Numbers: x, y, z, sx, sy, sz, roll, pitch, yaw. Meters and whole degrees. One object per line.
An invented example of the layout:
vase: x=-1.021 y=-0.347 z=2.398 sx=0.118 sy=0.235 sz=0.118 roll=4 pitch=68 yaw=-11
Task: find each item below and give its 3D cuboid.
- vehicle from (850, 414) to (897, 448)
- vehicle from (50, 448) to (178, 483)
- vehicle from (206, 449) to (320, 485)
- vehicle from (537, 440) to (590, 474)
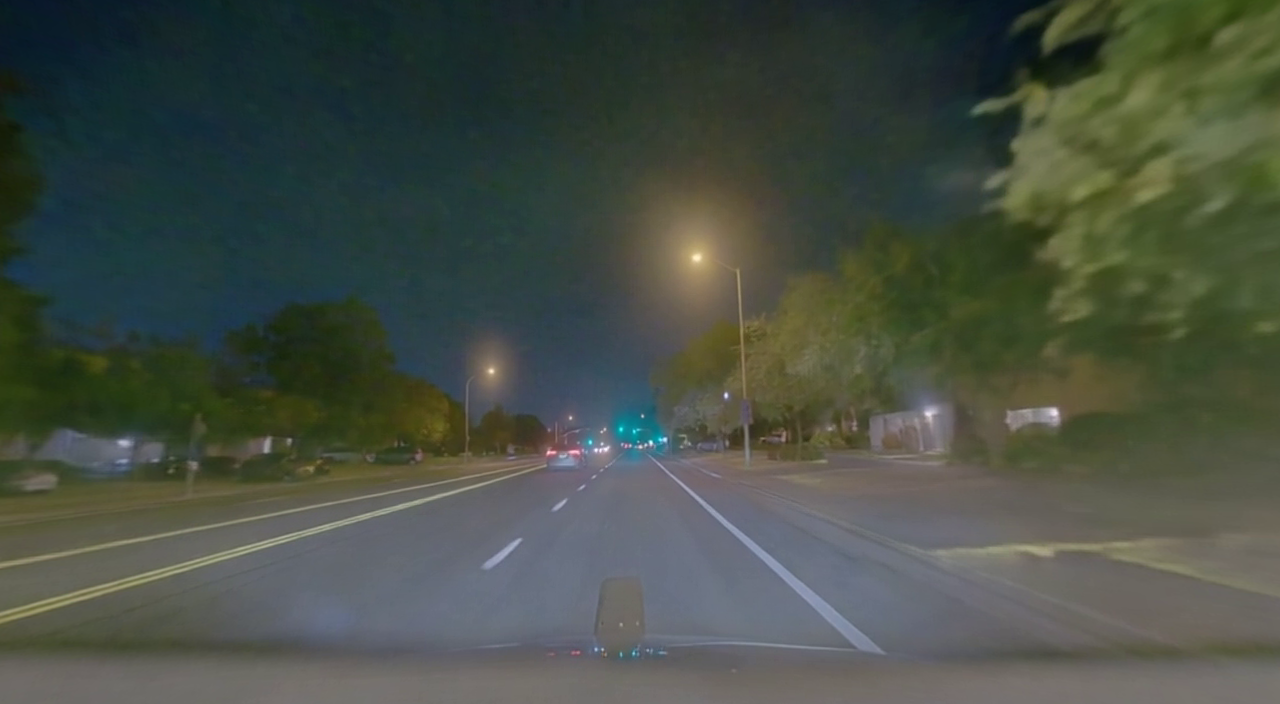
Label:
vehicle: x=17.500 y=5.926 z=47.086 sx=2.153 sy=2.355 sz=5.958 roll=-5 pitch=-9 yaw=30
vehicle: x=-27.839 y=5.990 z=33.550 sx=4.945 sy=1.781 sz=2.046 roll=-1 pitch=-8 yaw=2
vehicle: x=-19.811 y=6.041 z=33.343 sx=4.802 sy=1.511 sz=1.866 roll=-2 pitch=-7 yaw=-5
vehicle: x=-3.509 y=4.886 z=29.709 sx=2.030 sy=1.467 sz=4.251 roll=0 pitch=-8 yaw=-1
